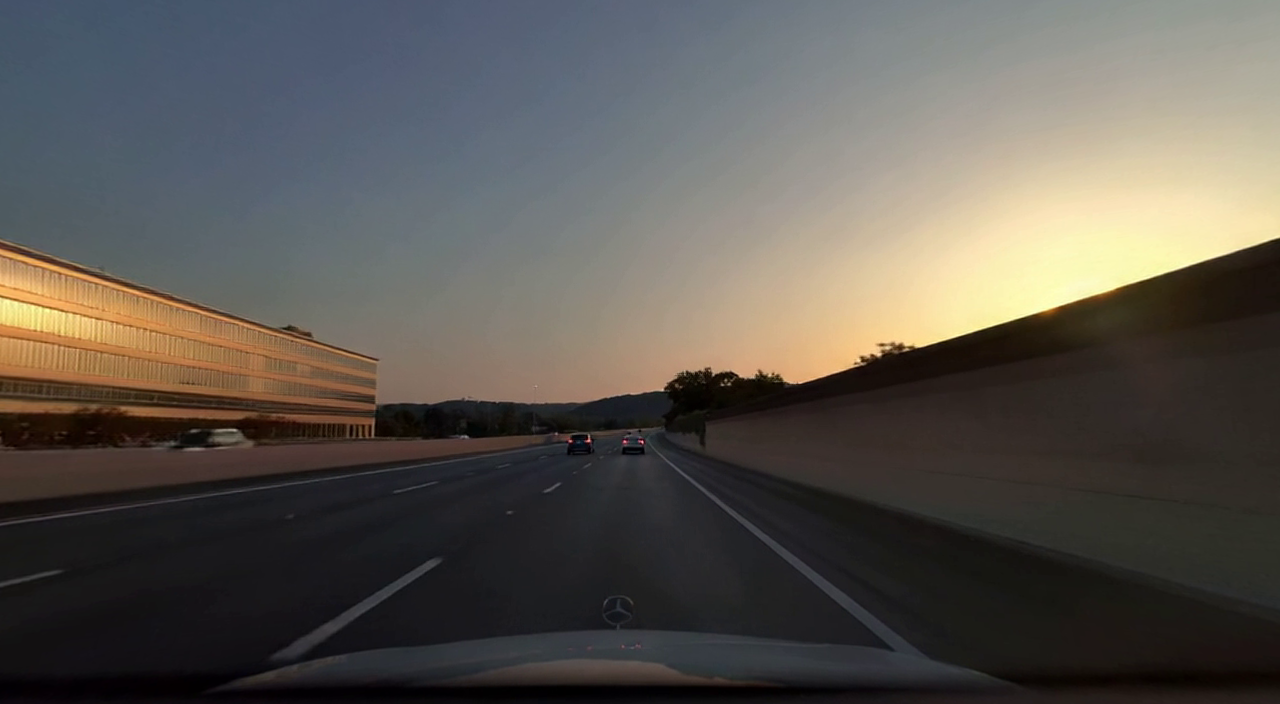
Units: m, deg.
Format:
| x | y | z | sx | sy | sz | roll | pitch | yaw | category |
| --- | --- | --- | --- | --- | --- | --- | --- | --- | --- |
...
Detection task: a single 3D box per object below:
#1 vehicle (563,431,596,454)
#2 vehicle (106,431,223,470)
| x | y | z | sx | sy | sz | roll | pitch | yaw | category |
| --- | --- | --- | --- | --- | --- | --- | --- | --- | --- |
| -4.577 | 6.953 | 48.357 | 2.036 | 1.612 | 4.510 | 0 | -8 | 1 | vehicle |
| -20.719 | 4.296 | 27.644 | 1.826 | 1.549 | 4.219 | 0 | -8 | 0 | vehicle |
